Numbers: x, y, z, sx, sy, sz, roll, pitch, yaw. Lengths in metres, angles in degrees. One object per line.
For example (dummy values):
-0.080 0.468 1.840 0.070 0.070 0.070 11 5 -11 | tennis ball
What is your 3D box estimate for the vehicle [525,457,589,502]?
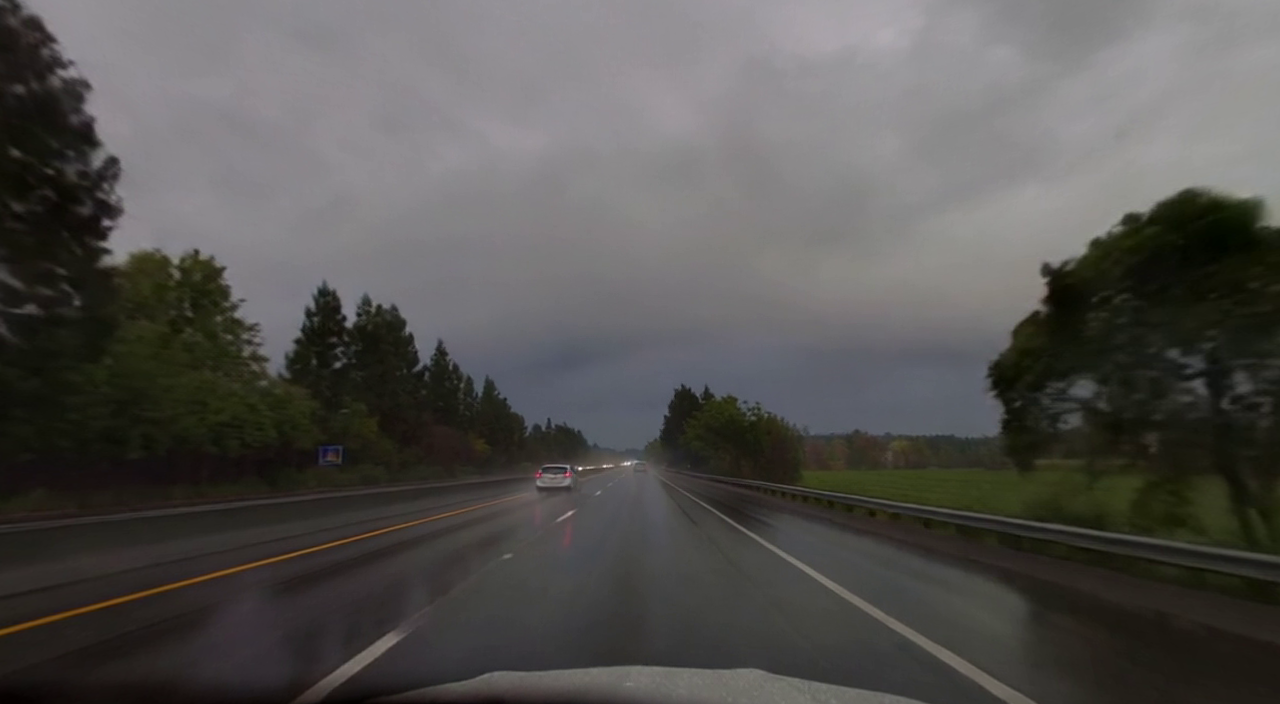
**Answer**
-3.162 4.984 24.839 1.900 1.550 4.146 1 -10 1 | vehicle
